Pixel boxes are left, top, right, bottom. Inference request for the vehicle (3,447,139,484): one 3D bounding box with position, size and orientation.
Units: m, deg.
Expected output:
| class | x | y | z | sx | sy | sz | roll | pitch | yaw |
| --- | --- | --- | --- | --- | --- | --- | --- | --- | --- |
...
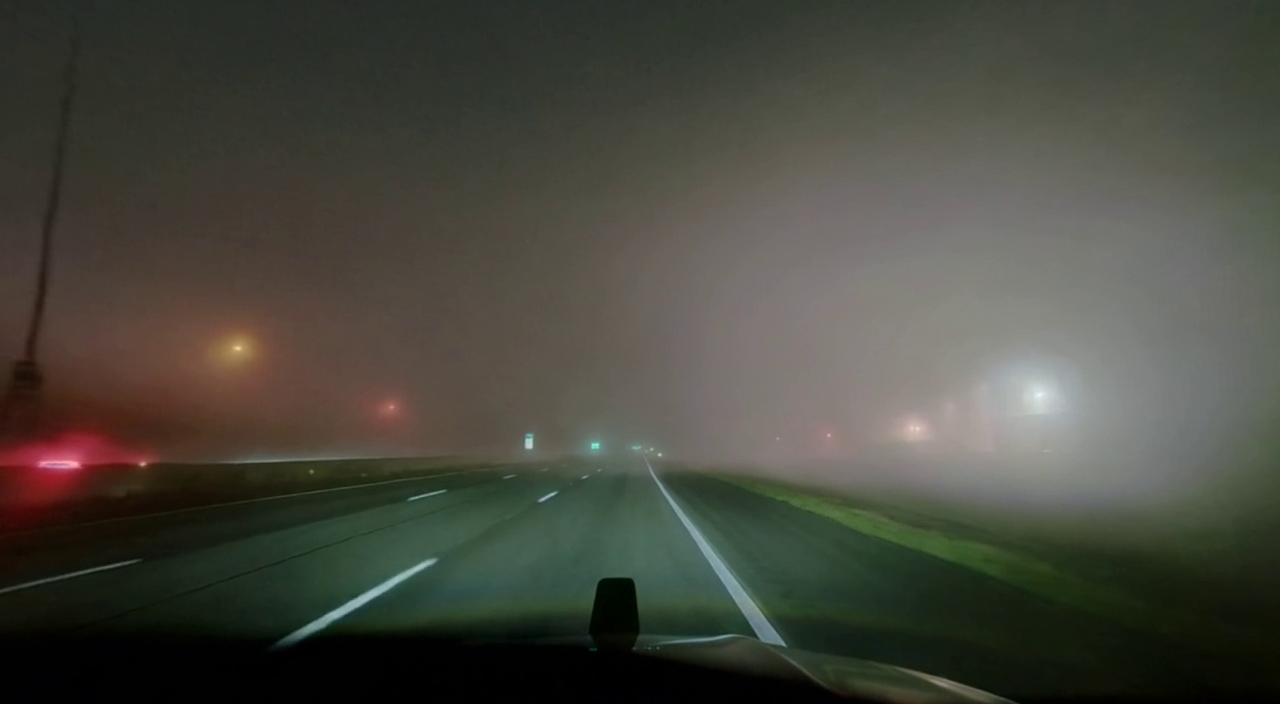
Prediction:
| class | x | y | z | sx | sy | sz | roll | pitch | yaw |
| --- | --- | --- | --- | --- | --- | --- | --- | --- | --- |
| vehicle | -26.712 | 5.315 | 29.928 | 1.923 | 1.563 | 4.762 | 0 | -9 | 1 |
